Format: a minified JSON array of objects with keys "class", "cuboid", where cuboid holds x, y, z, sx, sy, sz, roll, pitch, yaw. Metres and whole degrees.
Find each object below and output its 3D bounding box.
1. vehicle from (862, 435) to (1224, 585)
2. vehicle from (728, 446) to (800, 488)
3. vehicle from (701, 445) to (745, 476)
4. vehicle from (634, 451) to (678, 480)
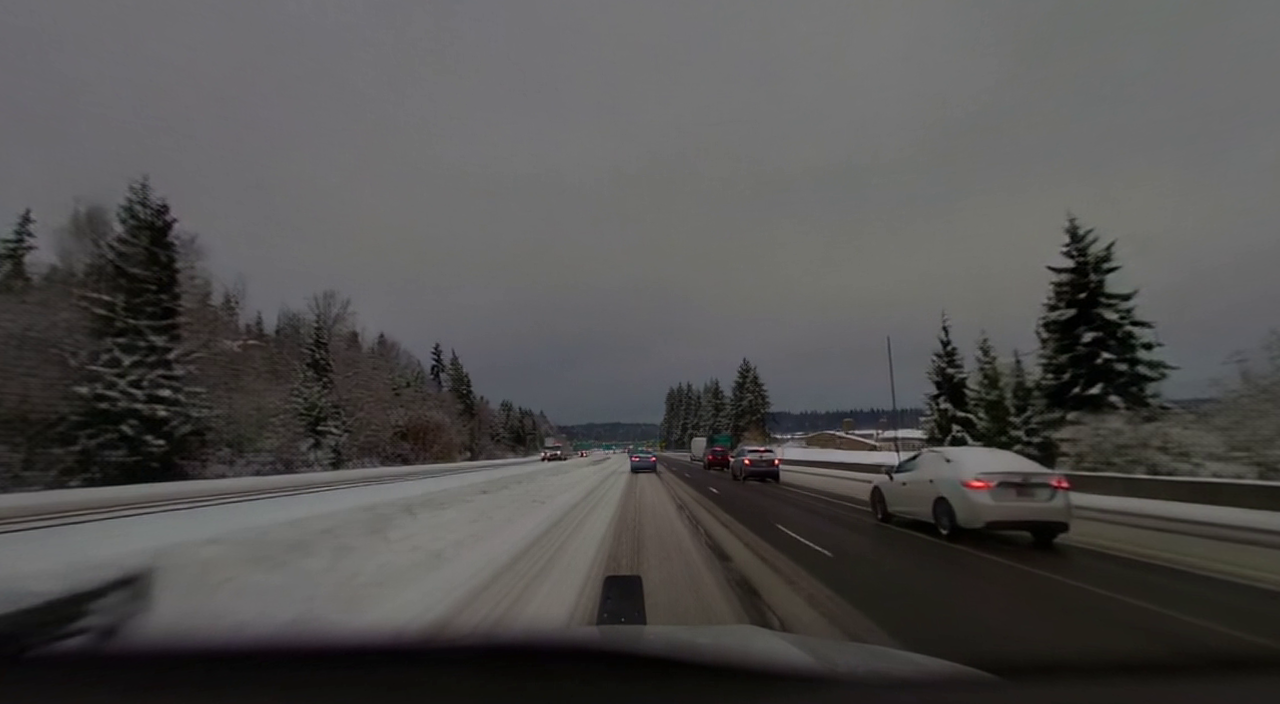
[{"class":"vehicle","cuboid":[4.836,1.935,8.647,1.827,1.462,4.697,0,-9,0]},{"class":"vehicle","cuboid":[4.743,4.447,24.580,1.952,1.495,3.740,0,-9,-1]},{"class":"vehicle","cuboid":[4.786,6.341,37.026,1.969,1.639,4.472,0,-9,0]},{"class":"vehicle","cuboid":[0.726,5.549,30.961,2.012,1.320,3.777,0,-9,0]}]
